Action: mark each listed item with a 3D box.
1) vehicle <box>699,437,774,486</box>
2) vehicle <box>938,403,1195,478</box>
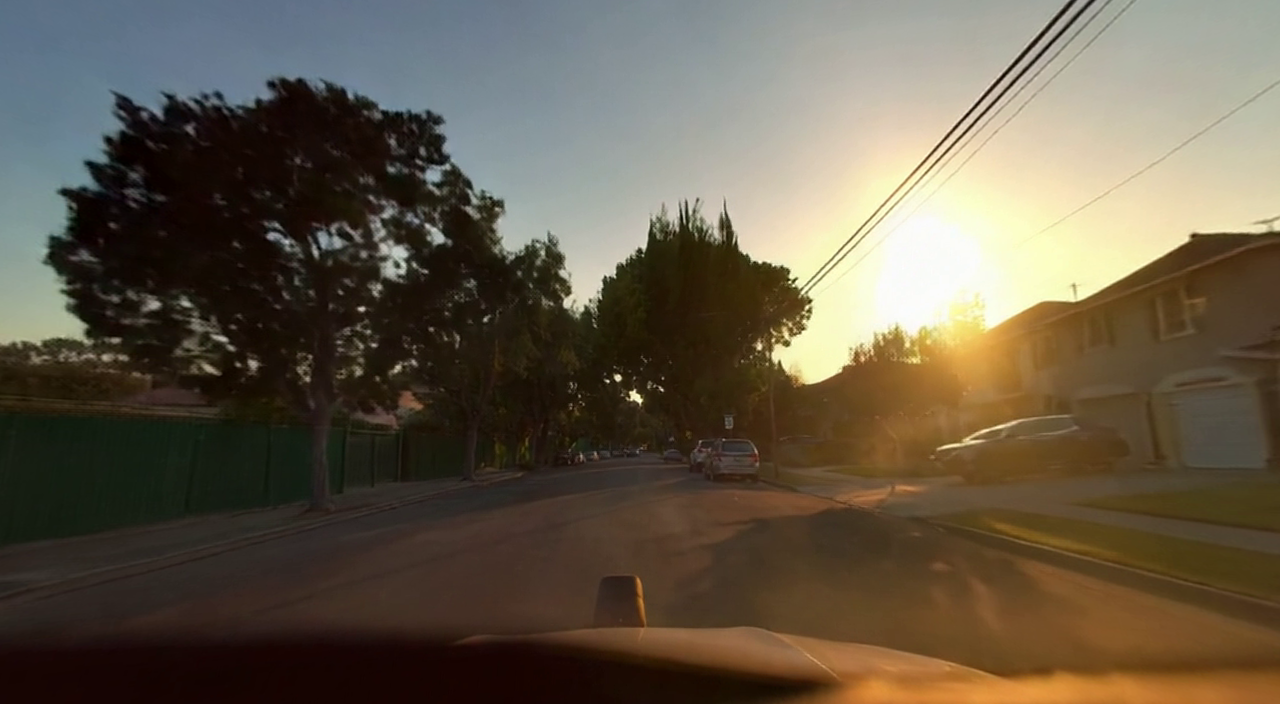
[{"bbox_3d":[3.578,4.173,24.449,2.122,1.673,4.876,0,-9,0],"label":"vehicle"},{"bbox_3d":[10.879,2.307,16.468,5.046,1.800,2.201,0,-8,0],"label":"vehicle"}]
